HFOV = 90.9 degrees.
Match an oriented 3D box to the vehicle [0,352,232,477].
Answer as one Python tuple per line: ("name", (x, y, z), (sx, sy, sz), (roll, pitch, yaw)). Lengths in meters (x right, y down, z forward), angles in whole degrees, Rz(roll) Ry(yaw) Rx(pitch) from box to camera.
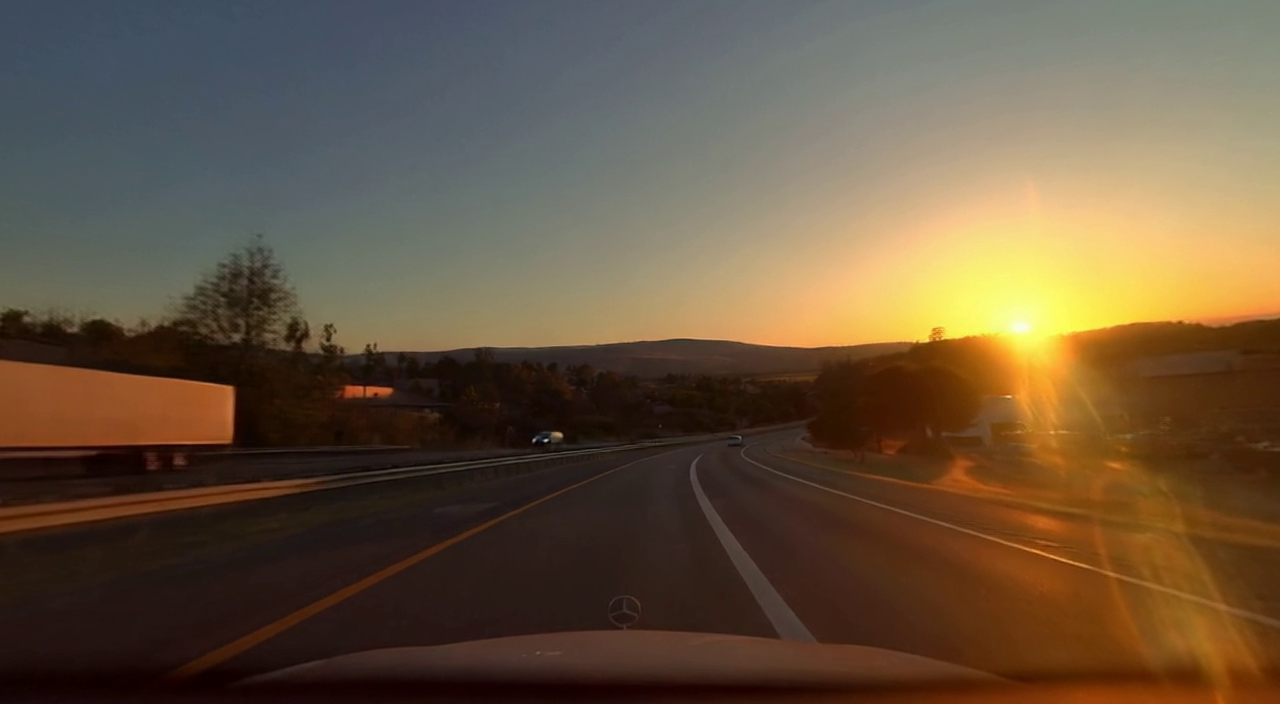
("vehicle", (-23.009, 2.523, 24.004), (2.949, 4.184, 16.613), (-1, -9, 4))
